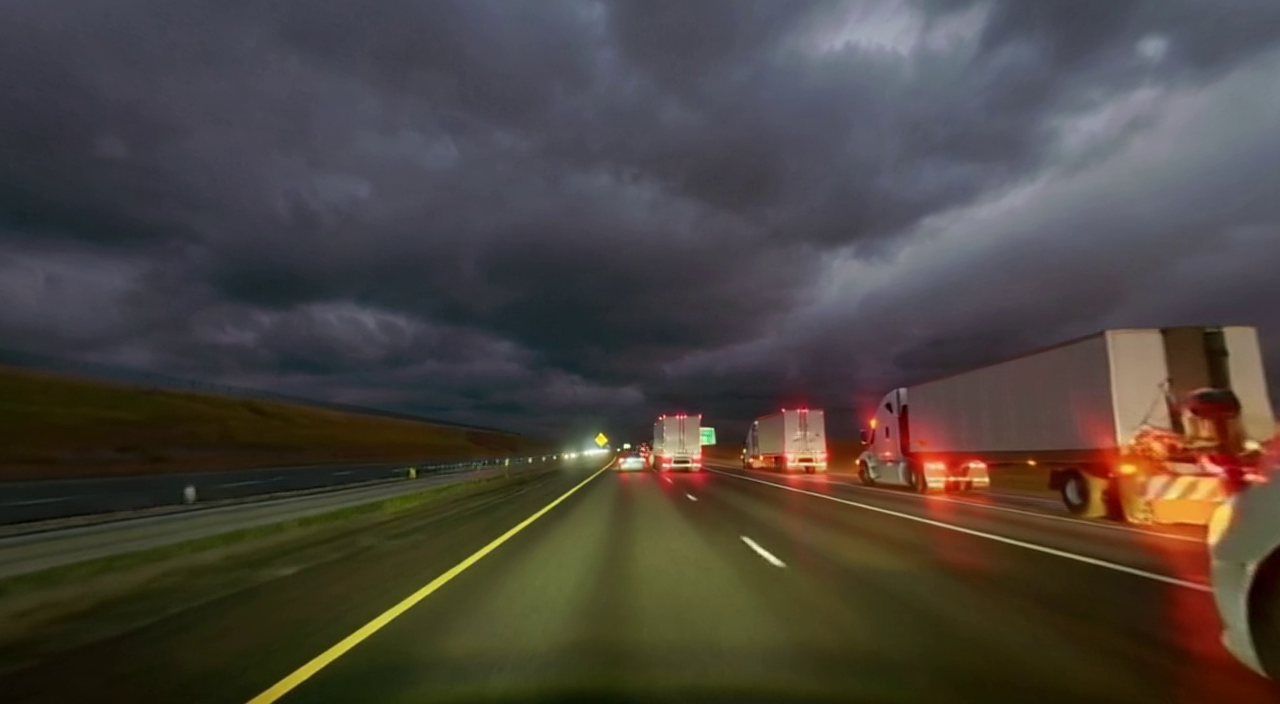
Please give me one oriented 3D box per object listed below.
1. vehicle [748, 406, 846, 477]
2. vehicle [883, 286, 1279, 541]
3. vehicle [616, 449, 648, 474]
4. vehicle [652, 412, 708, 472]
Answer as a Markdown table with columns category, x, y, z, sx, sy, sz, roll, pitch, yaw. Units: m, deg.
| category | x | y | z | sx | sy | sz | roll | pitch | yaw |
| --- | --- | --- | --- | --- | --- | --- | --- | --- | --- |
| vehicle | 10.457 | 6.355 | 44.163 | 2.854 | 4.112 | 14.088 | 0 | -9 | -2 |
| vehicle | 10.579 | 2.015 | 17.041 | 2.830 | 4.100 | 13.915 | 0 | -9 | 2 |
| vehicle | -0.532 | 6.811 | 39.384 | 1.927 | 1.437 | 3.794 | 0 | -9 | -2 |
| vehicle | 2.759 | 7.149 | 49.457 | 2.986 | 3.916 | 15.375 | 0 | -9 | -2 |
